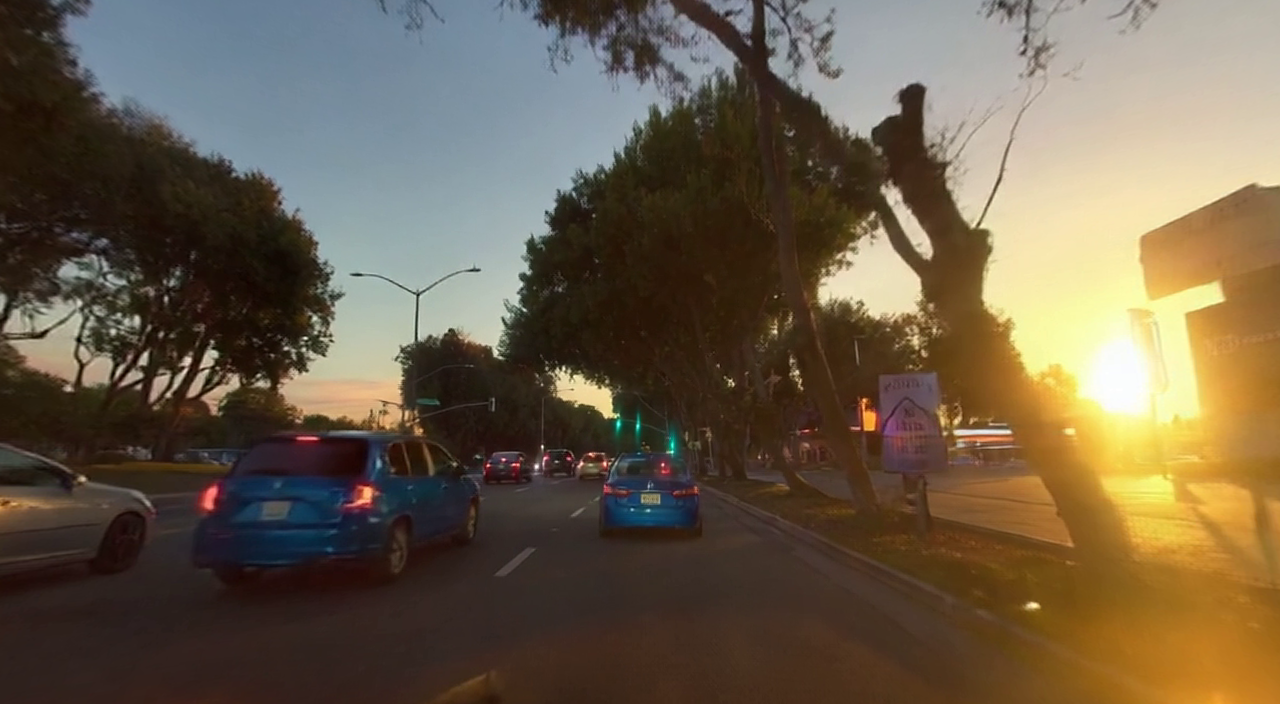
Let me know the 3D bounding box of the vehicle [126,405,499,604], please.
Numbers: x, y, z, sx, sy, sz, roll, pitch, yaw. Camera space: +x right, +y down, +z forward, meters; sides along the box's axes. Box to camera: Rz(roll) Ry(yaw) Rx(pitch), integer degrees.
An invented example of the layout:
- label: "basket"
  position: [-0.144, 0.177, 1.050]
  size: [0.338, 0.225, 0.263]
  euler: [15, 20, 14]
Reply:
- label: "vehicle"
  position: [-3.414, 1.685, 7.948]
  size: [2.055, 1.725, 4.732]
  euler: [0, -8, 1]

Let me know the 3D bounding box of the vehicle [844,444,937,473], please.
- label: "vehicle"
  position: [18.420, 7.820, 46.471]
  size: [5.852, 1.962, 2.323]
  euler: [-8, -11, 42]

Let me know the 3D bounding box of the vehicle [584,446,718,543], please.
- label: "vehicle"
  position: [0.214, 2.528, 11.876]
  size: [2.091, 1.494, 3.962]
  euler: [0, -8, 1]

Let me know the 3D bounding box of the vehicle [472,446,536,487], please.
- label: "vehicle"
  position: [-6.667, 5.625, 31.365]
  size: [2.130, 1.900, 4.470]
  euler: [0, -8, 1]

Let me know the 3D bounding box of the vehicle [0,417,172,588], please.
- label: "vehicle"
  position: [-7.253, 1.471, 6.168]
  size: [1.968, 1.657, 4.230]
  euler: [0, -8, 1]

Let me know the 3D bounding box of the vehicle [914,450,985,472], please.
- label: "vehicle"
  position: [22.602, 7.985, 46.061]
  size: [4.220, 1.550, 1.935]
  euler: [-9, -13, 43]

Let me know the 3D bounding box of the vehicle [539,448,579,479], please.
- label: "vehicle"
  position: [-6.227, 8.606, 49.088]
  size: [2.348, 2.250, 5.004]
  euler: [0, -8, 2]
